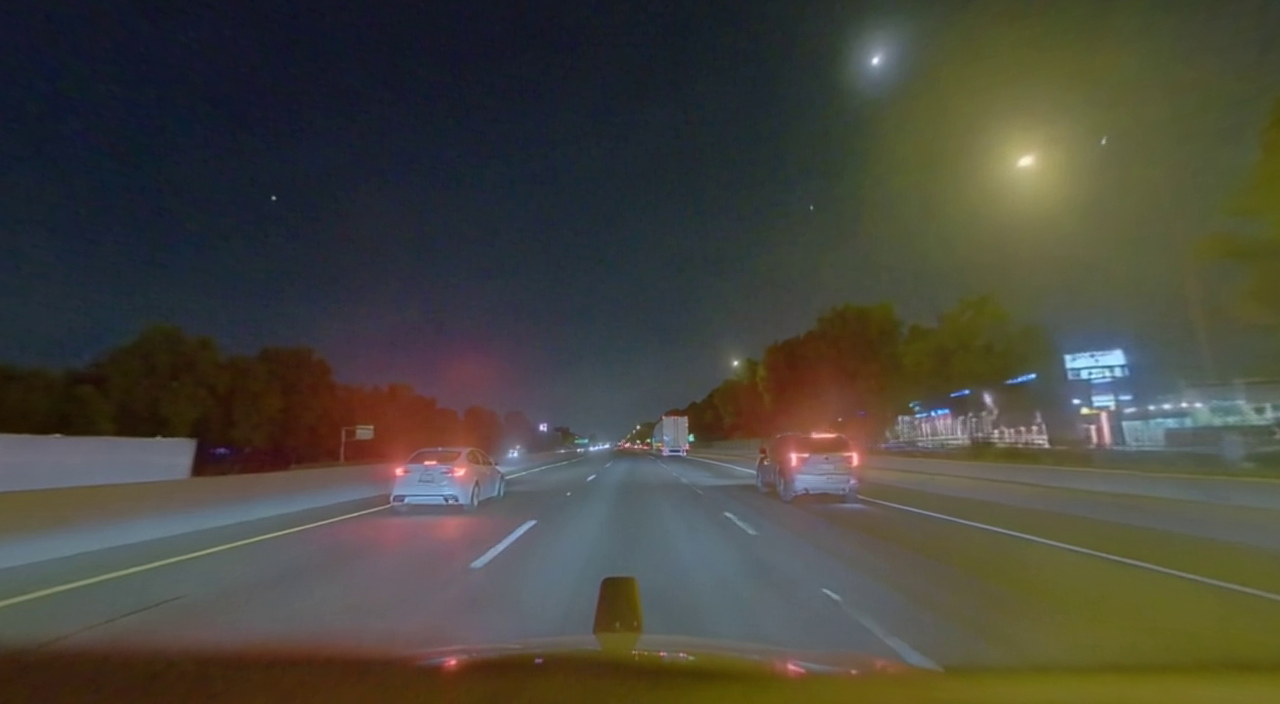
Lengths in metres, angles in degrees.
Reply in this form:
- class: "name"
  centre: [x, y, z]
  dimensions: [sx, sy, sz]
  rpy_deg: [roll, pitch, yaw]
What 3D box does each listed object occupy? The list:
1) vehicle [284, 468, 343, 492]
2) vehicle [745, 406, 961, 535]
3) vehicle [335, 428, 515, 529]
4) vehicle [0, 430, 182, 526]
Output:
- class: "vehicle"
  centre: [-25.449, 9.944, 49.469]
  dimensions: [2.125, 1.590, 4.808]
  rpy_deg: [0, -8, -1]
- class: "vehicle"
  centre: [3.314, 1.959, 10.999]
  dimensions: [2.065, 1.760, 4.488]
  rpy_deg: [0, -8, -2]
- class: "vehicle"
  centre: [-3.948, 2.396, 12.620]
  dimensions: [1.903, 1.607, 4.770]
  rpy_deg: [0, -8, 0]
- class: "vehicle"
  centre: [-29.000, 5.737, 29.235]
  dimensions: [2.880, 4.106, 16.616]
  rpy_deg: [0, -8, 1]
